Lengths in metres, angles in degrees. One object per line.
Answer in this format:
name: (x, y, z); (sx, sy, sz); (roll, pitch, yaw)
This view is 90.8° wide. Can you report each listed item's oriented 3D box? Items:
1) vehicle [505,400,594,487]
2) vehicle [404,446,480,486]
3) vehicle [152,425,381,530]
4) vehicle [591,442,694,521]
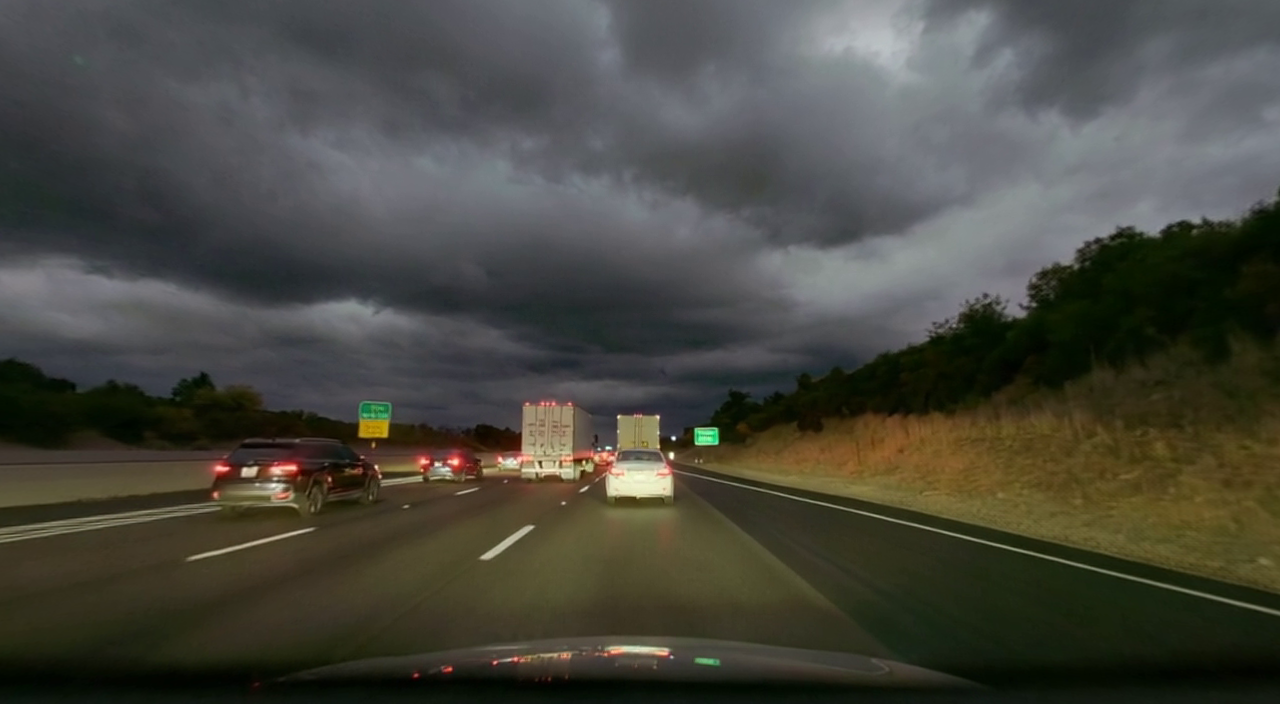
vehicle: (-3.819, 4.137, 28.357); (2.812, 3.342, 7.248); (-1, -9, 1)
vehicle: (-8.054, 4.666, 26.040); (1.880, 1.512, 3.758); (-1, -9, 1)
vehicle: (-7.219, 2.461, 12.871); (1.952, 1.746, 4.332); (-1, -9, 1)
vehicle: (0.022, 2.779, 13.962); (1.995, 1.495, 3.380); (0, -9, -1)
